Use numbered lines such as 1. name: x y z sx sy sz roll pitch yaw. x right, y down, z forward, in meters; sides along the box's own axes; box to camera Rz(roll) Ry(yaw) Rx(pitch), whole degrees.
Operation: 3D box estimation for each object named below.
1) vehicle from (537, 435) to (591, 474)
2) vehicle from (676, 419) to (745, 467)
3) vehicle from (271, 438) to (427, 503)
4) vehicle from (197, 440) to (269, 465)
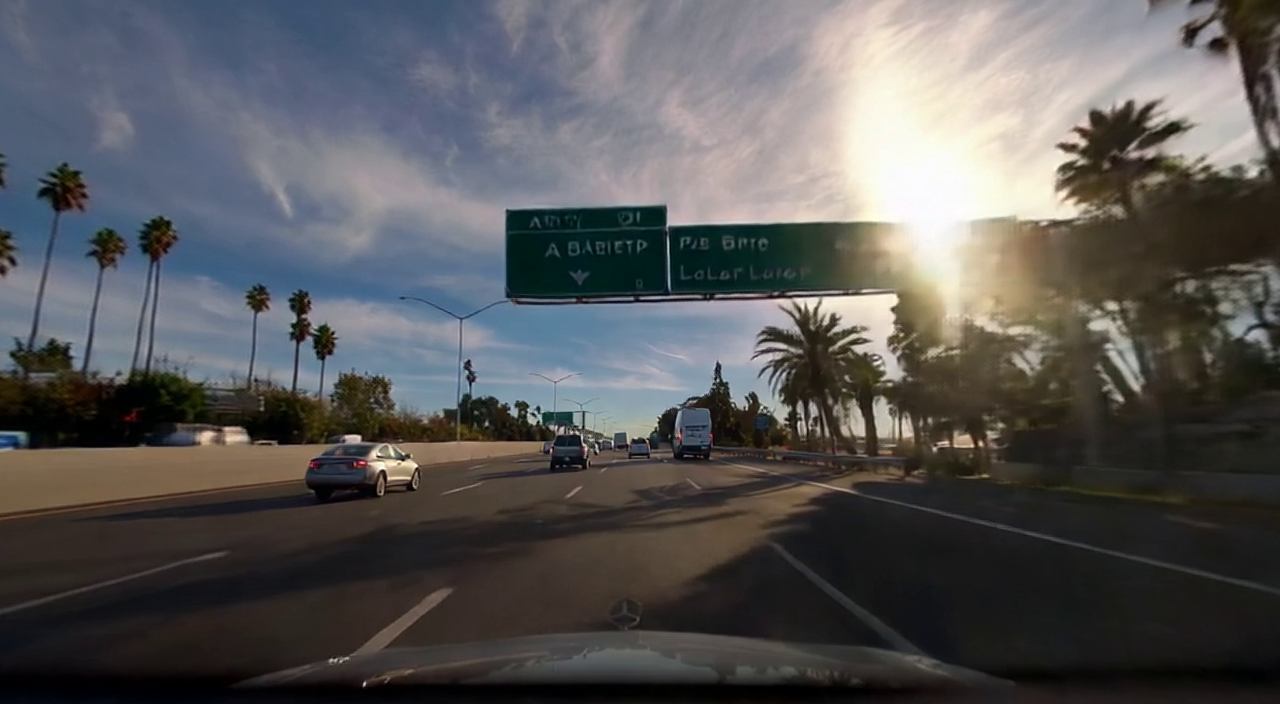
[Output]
1. vehicle: -3.506 4.832 29.879 2.017 1.683 4.094 0 -9 0
2. vehicle: 4.256 6.098 41.898 2.891 2.596 15.534 0 -9 0
3. vehicle: -7.498 3.087 16.823 2.050 1.487 4.372 0 -9 0
4. vehicle: -31.346 7.727 48.709 2.342 1.798 4.902 0 -9 -1
